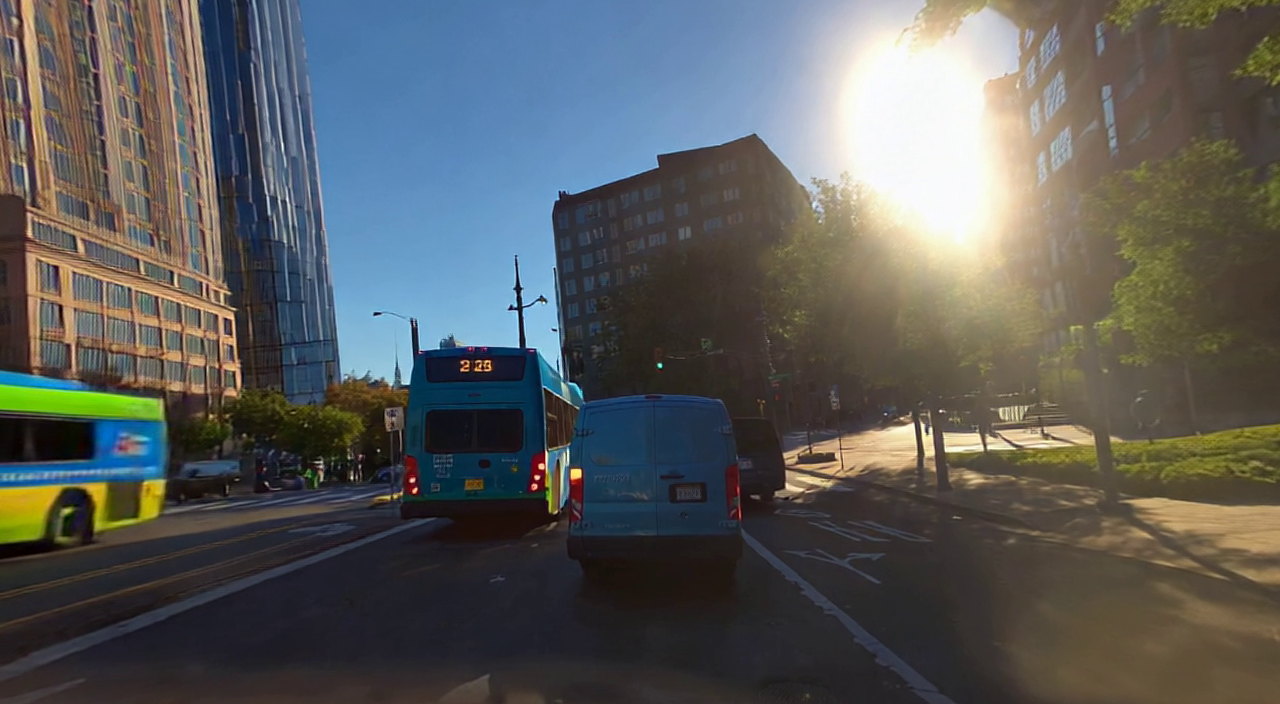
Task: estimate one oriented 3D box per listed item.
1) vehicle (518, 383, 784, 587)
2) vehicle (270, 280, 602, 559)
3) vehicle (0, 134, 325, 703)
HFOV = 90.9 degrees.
[{"bbox_3d":[0.134,1.581,8.172,2.500,1.912,4.270,0,-9,1],"label":"vehicle"},{"bbox_3d":[-2.896,1.808,14.596,3.042,3.445,13.615,0,-9,1],"label":"vehicle"},{"bbox_3d":[-2.751,0.316,0.203,2.329,2.089,5.659,0,-9,0],"label":"vehicle"}]
